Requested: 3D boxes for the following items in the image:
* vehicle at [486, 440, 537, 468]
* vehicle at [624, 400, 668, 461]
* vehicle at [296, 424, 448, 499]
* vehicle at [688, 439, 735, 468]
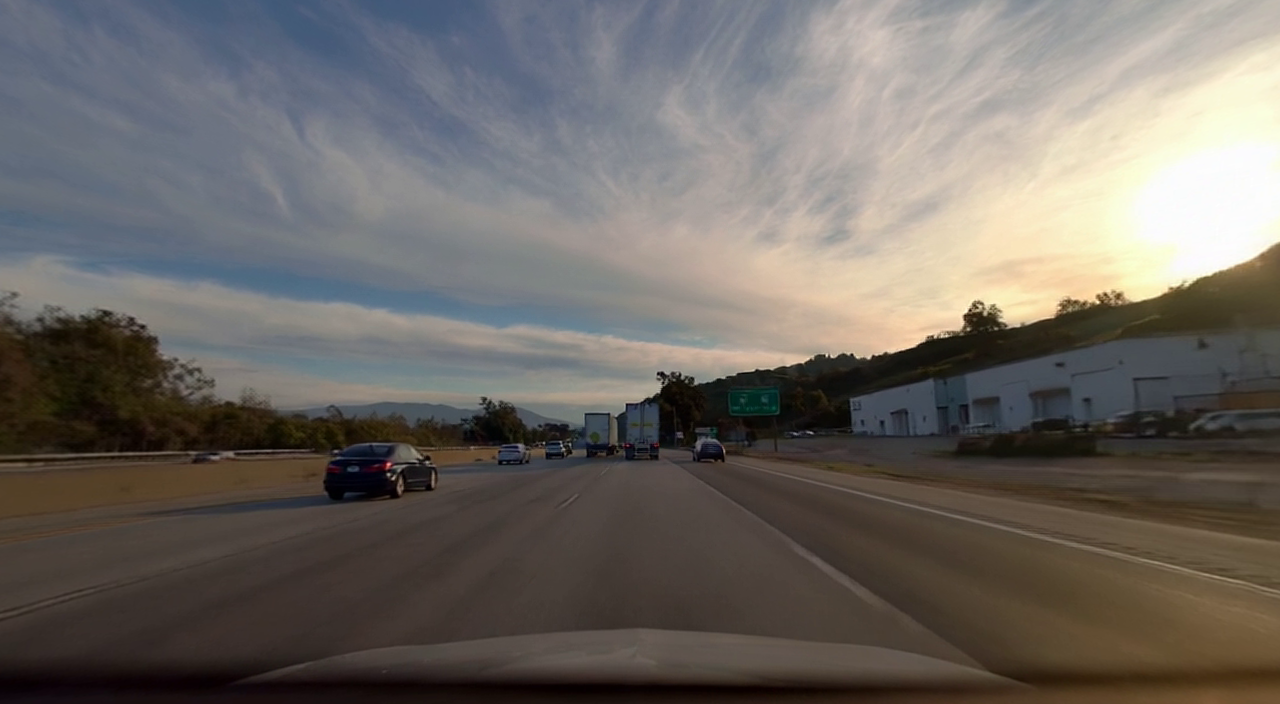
[{"bbox_3d":[-7.241,5.798,36.084,1.891,1.460,4.506,0,-8,1],"label":"vehicle"},{"bbox_3d":[0.347,6.115,48.288,2.969,4.104,10.906,0,-9,-1],"label":"vehicle"},{"bbox_3d":[-7.017,2.908,17.146,2.122,1.754,4.379,0,-8,1],"label":"vehicle"},{"bbox_3d":[3.765,5.451,34.055,2.006,1.452,4.246,0,-9,-1],"label":"vehicle"}]
